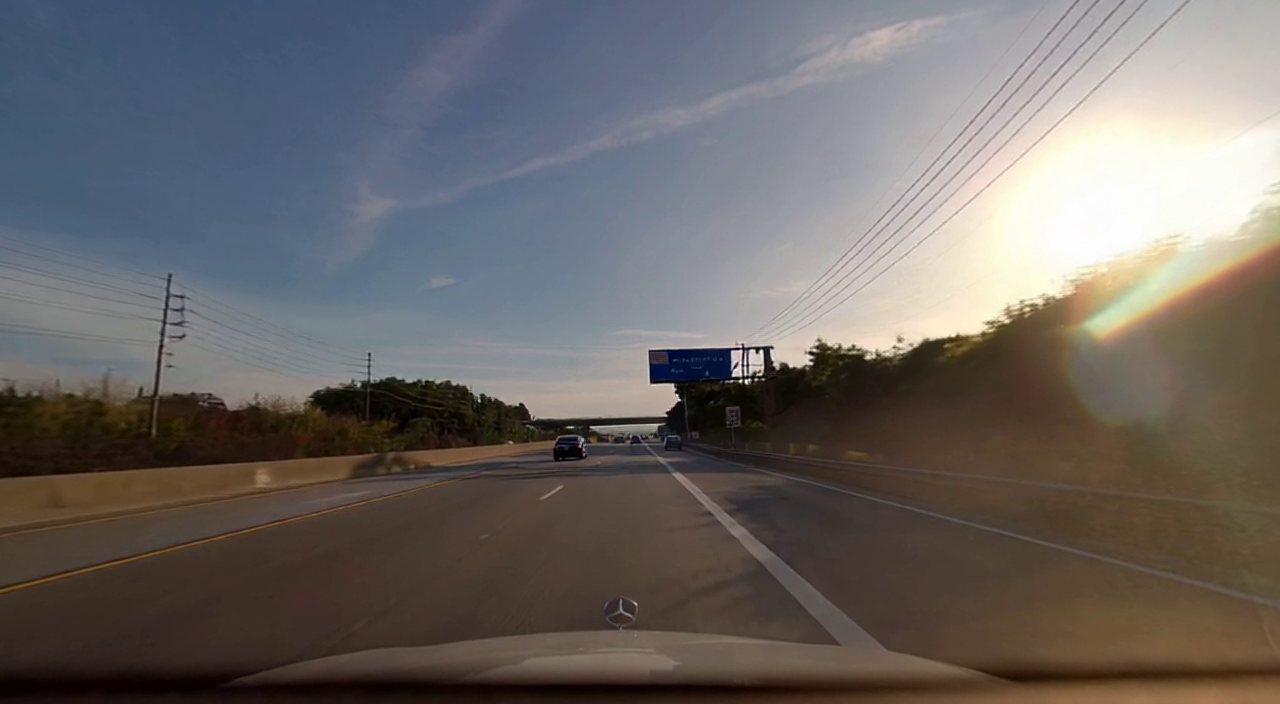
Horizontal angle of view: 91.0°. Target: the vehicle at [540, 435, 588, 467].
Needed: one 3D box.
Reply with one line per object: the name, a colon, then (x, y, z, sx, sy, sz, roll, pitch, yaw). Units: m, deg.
vehicle: (-3.969, 5.270, 33.694, 2.016, 1.543, 4.870, 0, -8, 0)
